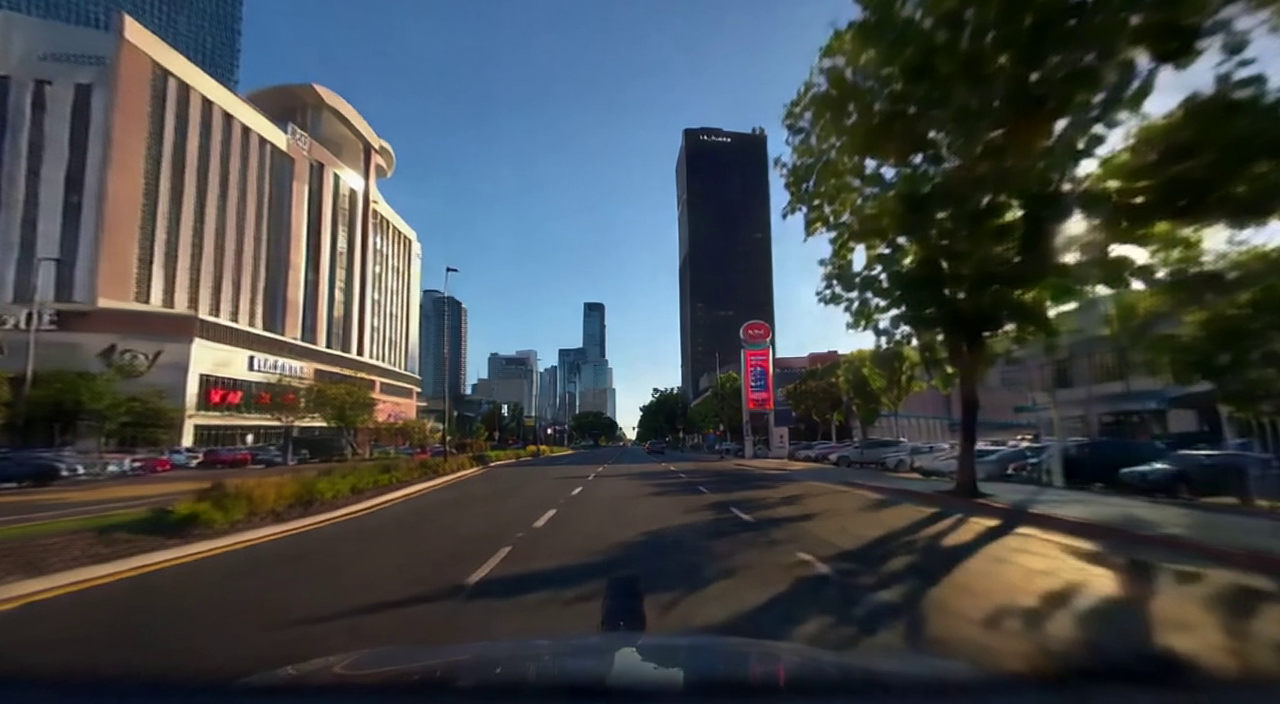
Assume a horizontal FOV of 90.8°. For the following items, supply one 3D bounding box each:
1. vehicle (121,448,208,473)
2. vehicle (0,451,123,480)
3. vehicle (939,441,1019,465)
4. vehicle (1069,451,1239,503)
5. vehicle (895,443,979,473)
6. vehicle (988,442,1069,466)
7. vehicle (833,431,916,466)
[{"bbox_3d":[-30.543,6.957,40.625,4.104,1.576,1.852,0,-8,2],"label":"vehicle"},{"bbox_3d":[-30.647,5.979,33.400,4.880,1.464,1.953,0,-8,1],"label":"vehicle"},{"bbox_3d":[21.803,6.489,40.816,1.908,1.469,4.354,3,-9,-18],"label":"vehicle"},{"bbox_3d":[16.906,4.098,20.936,3.889,1.590,1.950,0,-8,0],"label":"vehicle"},{"bbox_3d":[15.724,5.611,33.774,1.936,1.464,4.867,0,-8,-3],"label":"vehicle"},{"bbox_3d":[24.701,6.480,40.374,1.950,1.473,4.126,2,-9,-14],"label":"vehicle"},{"bbox_3d":[14.781,6.147,40.319,2.189,1.951,5.828,-1,-9,-10],"label":"vehicle"}]
